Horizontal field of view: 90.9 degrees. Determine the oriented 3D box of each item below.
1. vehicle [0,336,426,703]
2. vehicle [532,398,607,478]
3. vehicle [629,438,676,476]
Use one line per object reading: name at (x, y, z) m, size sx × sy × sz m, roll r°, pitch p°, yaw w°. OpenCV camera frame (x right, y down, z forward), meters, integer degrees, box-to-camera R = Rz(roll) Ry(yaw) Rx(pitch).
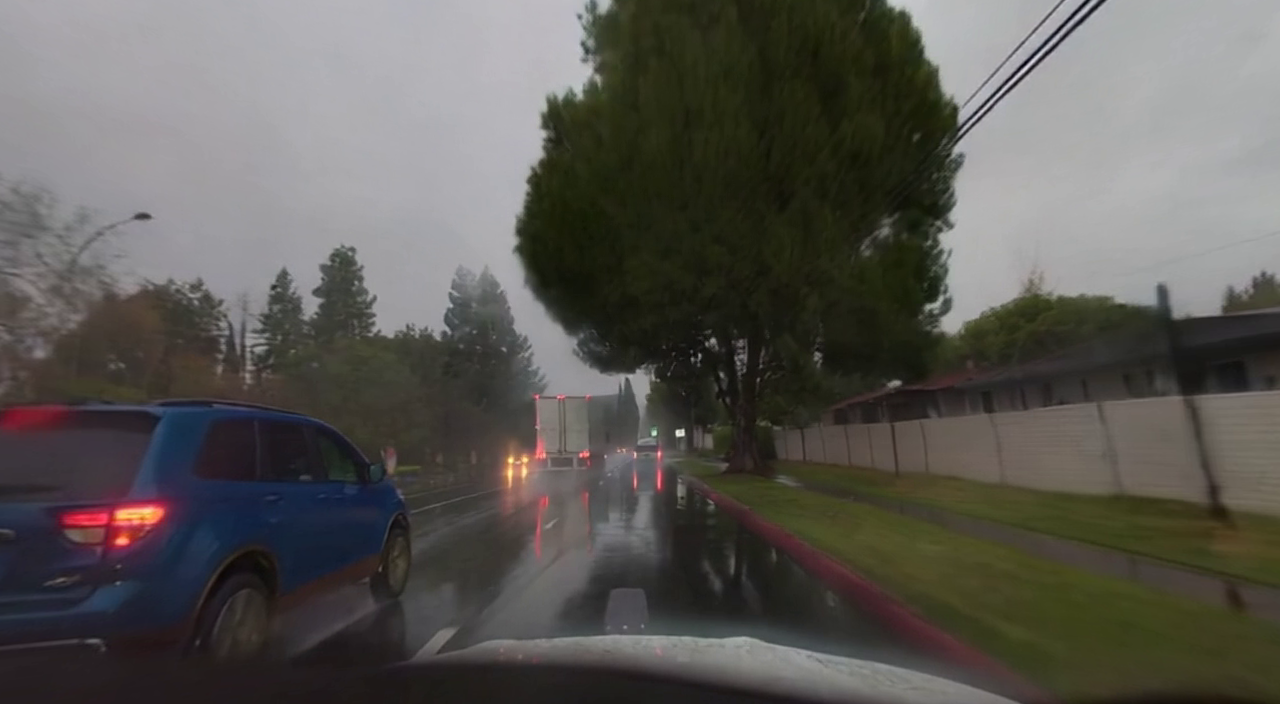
vehicle at (-3.435, 1.184, 4.614) m, size 2.093 × 1.832 × 4.508 m, roll 0°, pitch -9°, yaw 1°
vehicle at (-3.476, 4.661, 33.777) m, size 2.928 × 3.658 × 8.980 m, roll 0°, pitch -8°, yaw 0°
vehicle at (0.606, 5.197, 31.407) m, size 2.174 × 1.749 × 4.113 m, roll 0°, pitch -9°, yaw 1°
